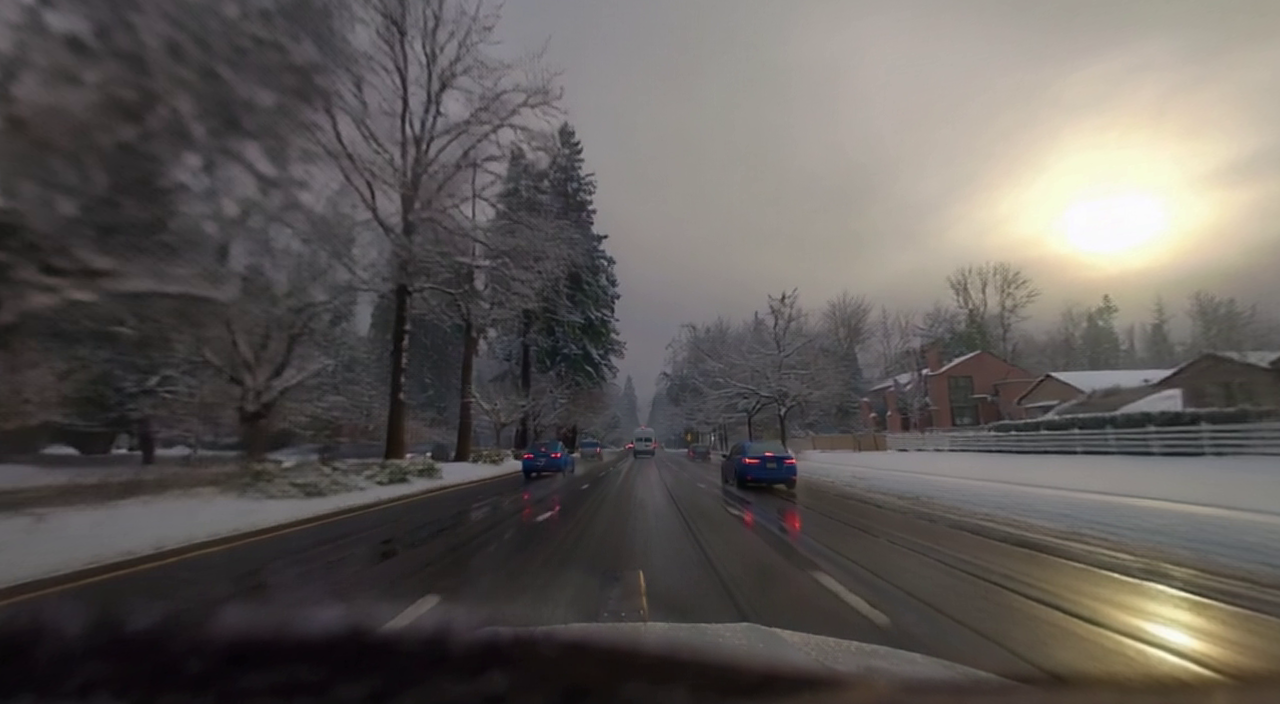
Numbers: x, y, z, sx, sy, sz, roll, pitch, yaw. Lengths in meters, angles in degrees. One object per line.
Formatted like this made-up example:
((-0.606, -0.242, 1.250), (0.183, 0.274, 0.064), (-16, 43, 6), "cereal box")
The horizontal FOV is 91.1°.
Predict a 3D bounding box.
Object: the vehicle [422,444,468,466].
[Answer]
((-13.656, 7.199, 44.146), (1.816, 1.484, 4.356), (0, -8, 0), "vehicle")

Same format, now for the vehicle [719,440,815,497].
((3.595, 3.382, 18.634), (1.945, 1.469, 4.258), (0, -8, 0), "vehicle")

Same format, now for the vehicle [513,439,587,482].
((-3.313, 4.075, 23.980), (2.036, 1.474, 4.647), (0, -8, 1), "vehicle")

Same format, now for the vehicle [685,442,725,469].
((3.938, 6.320, 38.613), (1.905, 1.520, 4.340), (1, -8, -1), "vehicle")

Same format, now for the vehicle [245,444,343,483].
((-14.041, 4.498, 25.749), (1.822, 1.461, 3.778), (0, -8, 0), "vehicle")

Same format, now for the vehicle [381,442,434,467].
((-17.504, 7.741, 47.558), (2.107, 1.796, 5.011), (0, -8, 0), "vehicle")
